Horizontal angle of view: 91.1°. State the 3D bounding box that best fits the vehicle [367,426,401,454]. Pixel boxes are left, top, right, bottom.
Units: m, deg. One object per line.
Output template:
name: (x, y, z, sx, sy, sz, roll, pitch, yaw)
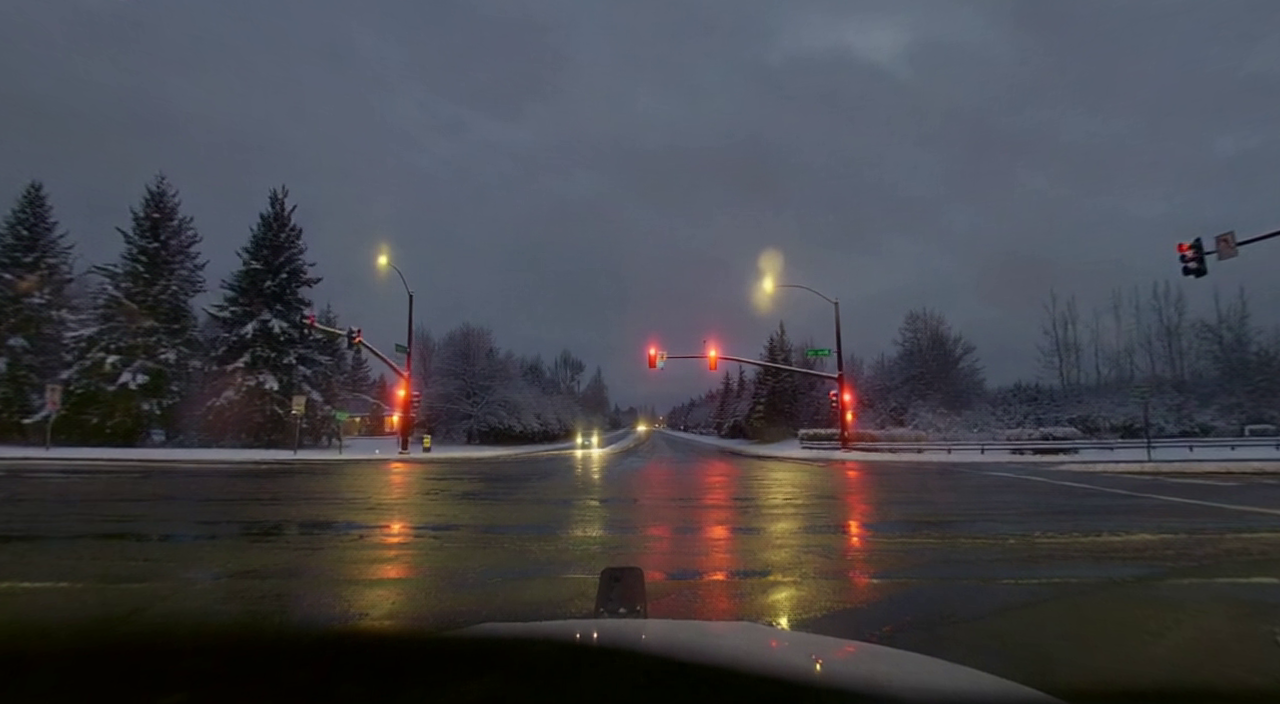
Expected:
vehicle: (-19.956, 6.849, 48.883, 1.873, 2.079, 2.879, 5, -10, -33)
